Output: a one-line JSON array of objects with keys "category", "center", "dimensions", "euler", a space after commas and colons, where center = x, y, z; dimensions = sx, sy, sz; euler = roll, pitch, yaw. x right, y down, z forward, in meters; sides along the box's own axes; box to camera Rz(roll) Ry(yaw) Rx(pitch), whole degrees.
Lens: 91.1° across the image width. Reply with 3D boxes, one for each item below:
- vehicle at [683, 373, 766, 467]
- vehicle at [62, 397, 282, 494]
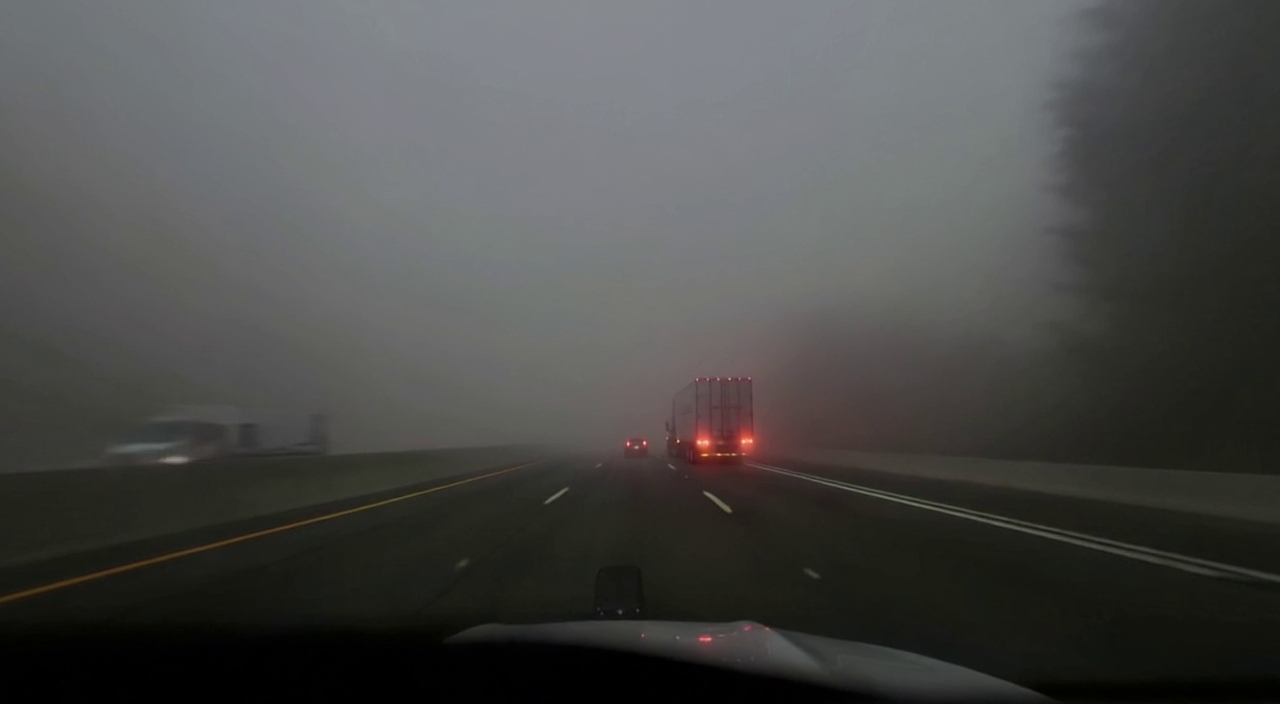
[{"category": "vehicle", "center": [3.870, 3.501, 31.081], "dimensions": [2.840, 3.947, 8.920], "euler": [-1, -8, 0]}, {"category": "vehicle", "center": [-15.507, 3.171, 21.621], "dimensions": [2.373, 2.764, 6.784], "euler": [0, -8, -1]}]
